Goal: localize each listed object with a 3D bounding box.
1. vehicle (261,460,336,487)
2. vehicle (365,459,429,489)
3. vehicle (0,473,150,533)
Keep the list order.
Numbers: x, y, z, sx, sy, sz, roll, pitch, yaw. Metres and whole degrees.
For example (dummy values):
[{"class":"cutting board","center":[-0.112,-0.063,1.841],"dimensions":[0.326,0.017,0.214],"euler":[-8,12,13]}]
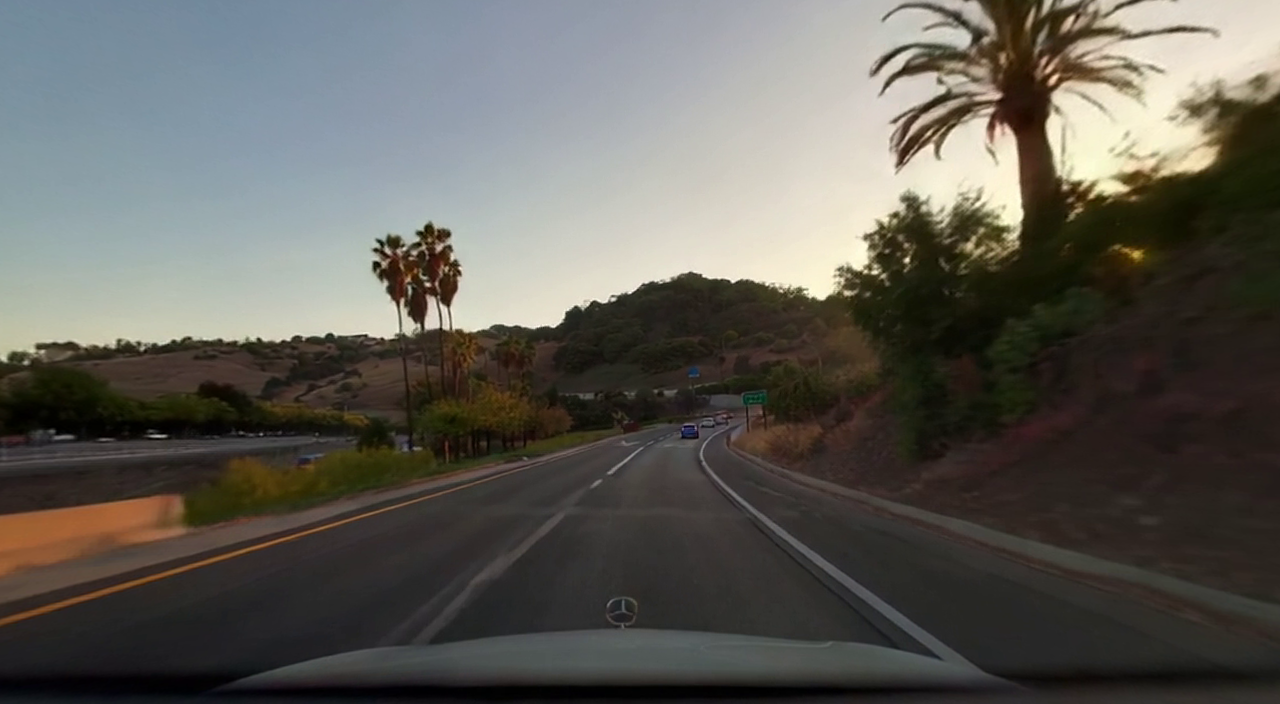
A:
[{"class":"vehicle","center":[-24.695,8.785,46.008],"dimensions":[2.281,1.759,5.531],"euler":[0,-8,1]},{"class":"vehicle","center":[-15.694,7.887,41.144],"dimensions":[2.227,1.760,4.507],"euler":[-1,-8,2]},{"class":"vehicle","center":[-20.060,5.218,22.289],"dimensions":[1.956,1.716,4.330],"euler":[-1,-9,2]}]
